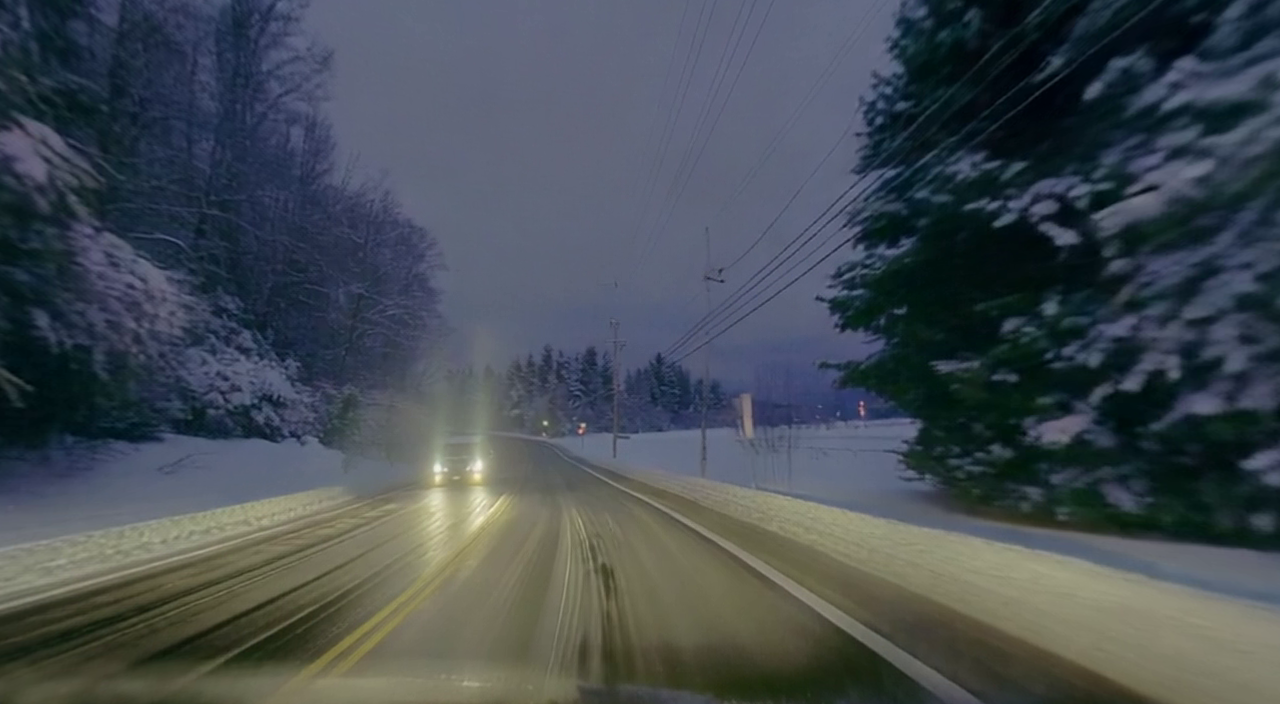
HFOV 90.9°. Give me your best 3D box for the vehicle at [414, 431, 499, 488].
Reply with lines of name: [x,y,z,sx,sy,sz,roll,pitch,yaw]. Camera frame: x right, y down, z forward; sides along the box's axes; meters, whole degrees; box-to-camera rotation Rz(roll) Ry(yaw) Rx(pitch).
vehicle: [-6.660,3.956,23.509,2.213,1.882,4.693,1,-9,-6]
